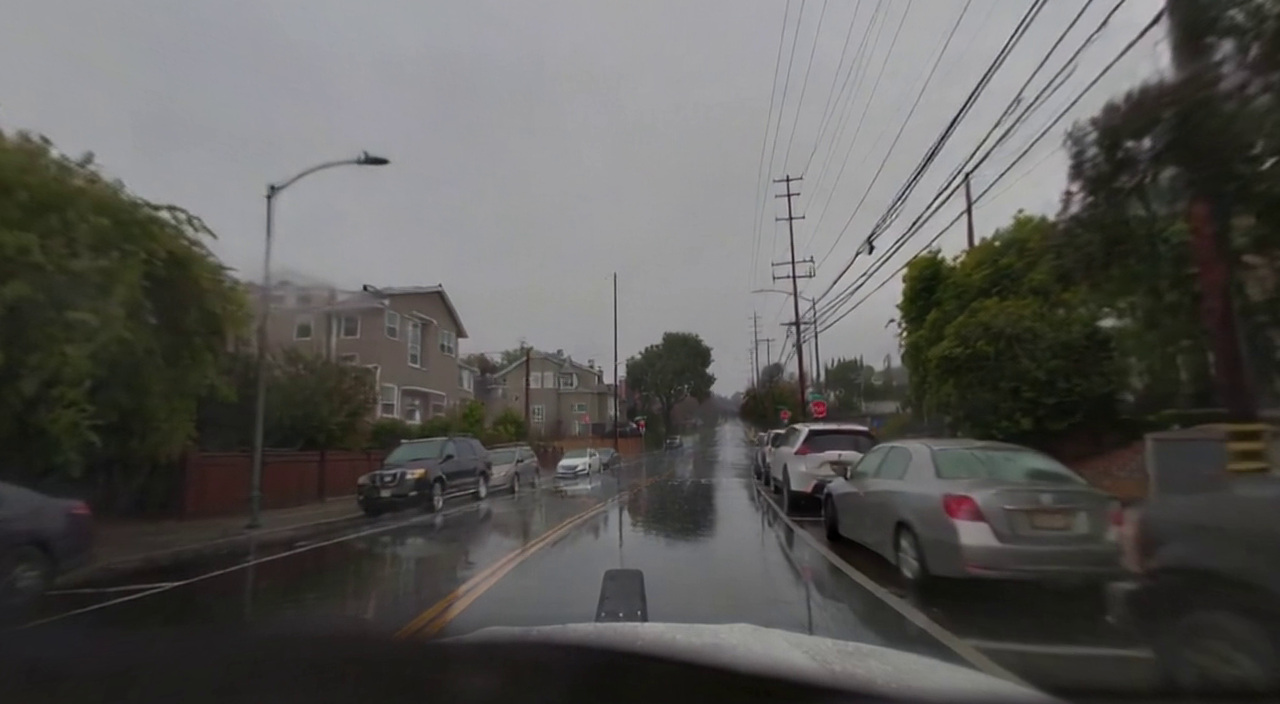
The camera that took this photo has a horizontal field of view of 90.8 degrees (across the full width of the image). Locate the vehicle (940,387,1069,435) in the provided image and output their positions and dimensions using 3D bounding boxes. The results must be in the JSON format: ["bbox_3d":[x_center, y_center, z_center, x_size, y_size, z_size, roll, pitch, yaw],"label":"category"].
[{"bbox_3d":[12.559,2.162,22.203,1.909,1.455,4.721,-1,-8,3],"label":"vehicle"}]

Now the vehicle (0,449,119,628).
[{"bbox_3d":[-7.443,1.684,5.123,2.086,1.706,4.649,-1,-8,8],"label":"vehicle"}]

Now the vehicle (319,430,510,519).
[{"bbox_3d":[-5.703,3.161,17.158,2.359,1.947,5.833,-1,-8,8],"label":"vehicle"}]

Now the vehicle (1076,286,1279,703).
[{"bbox_3d":[3.061,0.480,0.419,2.161,1.813,4.910,-1,-8,2],"label":"vehicle"}]

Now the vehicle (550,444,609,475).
[{"bbox_3d":[-3.002,5.464,32.419,2.098,1.454,4.449,-1,-8,7],"label":"vehicle"}]

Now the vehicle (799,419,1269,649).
[{"bbox_3d":[3.187,1.524,6.581,1.873,1.489,4.761,0,-8,1],"label":"vehicle"}]
